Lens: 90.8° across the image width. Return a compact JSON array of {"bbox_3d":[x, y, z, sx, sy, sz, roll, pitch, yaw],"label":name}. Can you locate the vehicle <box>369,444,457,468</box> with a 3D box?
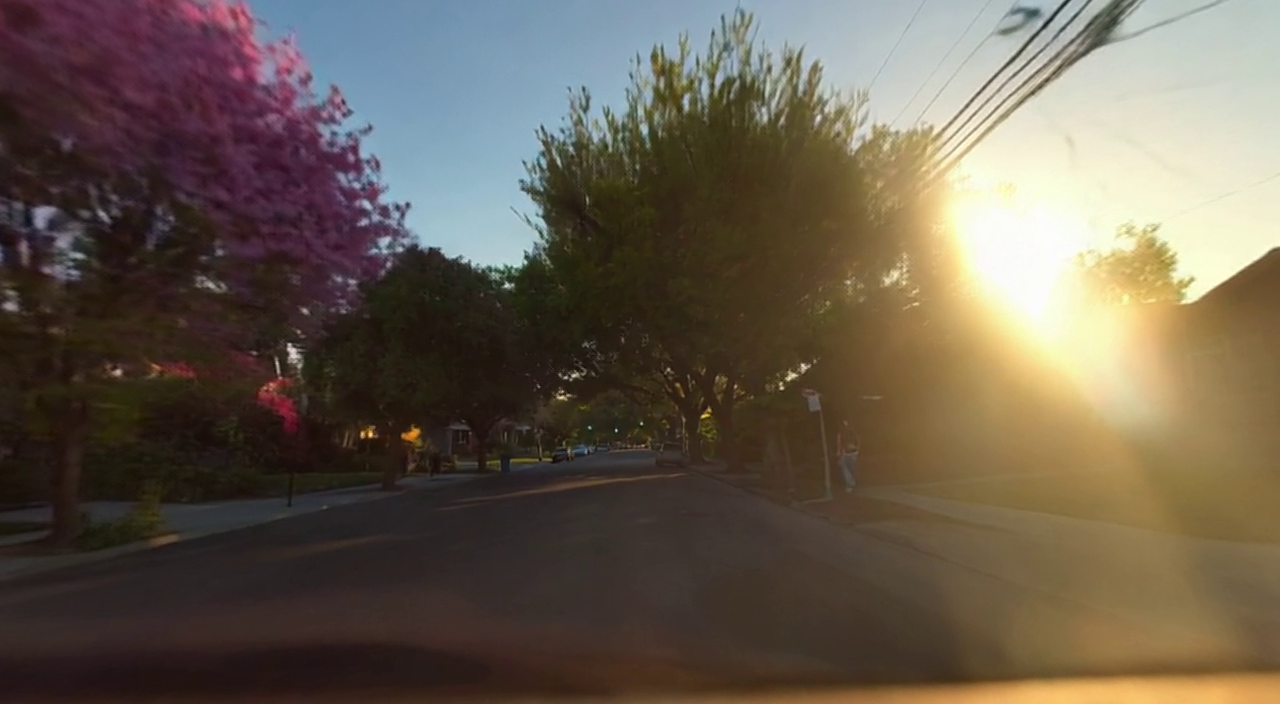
[{"bbox_3d":[-17.315,7.961,48.425,5.902,1.796,2.183,0,-9,-2],"label":"vehicle"}]

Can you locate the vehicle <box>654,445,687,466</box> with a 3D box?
[{"bbox_3d":[2.190,7.591,46.432,2.022,1.455,4.406,0,-9,-2],"label":"vehicle"}]
